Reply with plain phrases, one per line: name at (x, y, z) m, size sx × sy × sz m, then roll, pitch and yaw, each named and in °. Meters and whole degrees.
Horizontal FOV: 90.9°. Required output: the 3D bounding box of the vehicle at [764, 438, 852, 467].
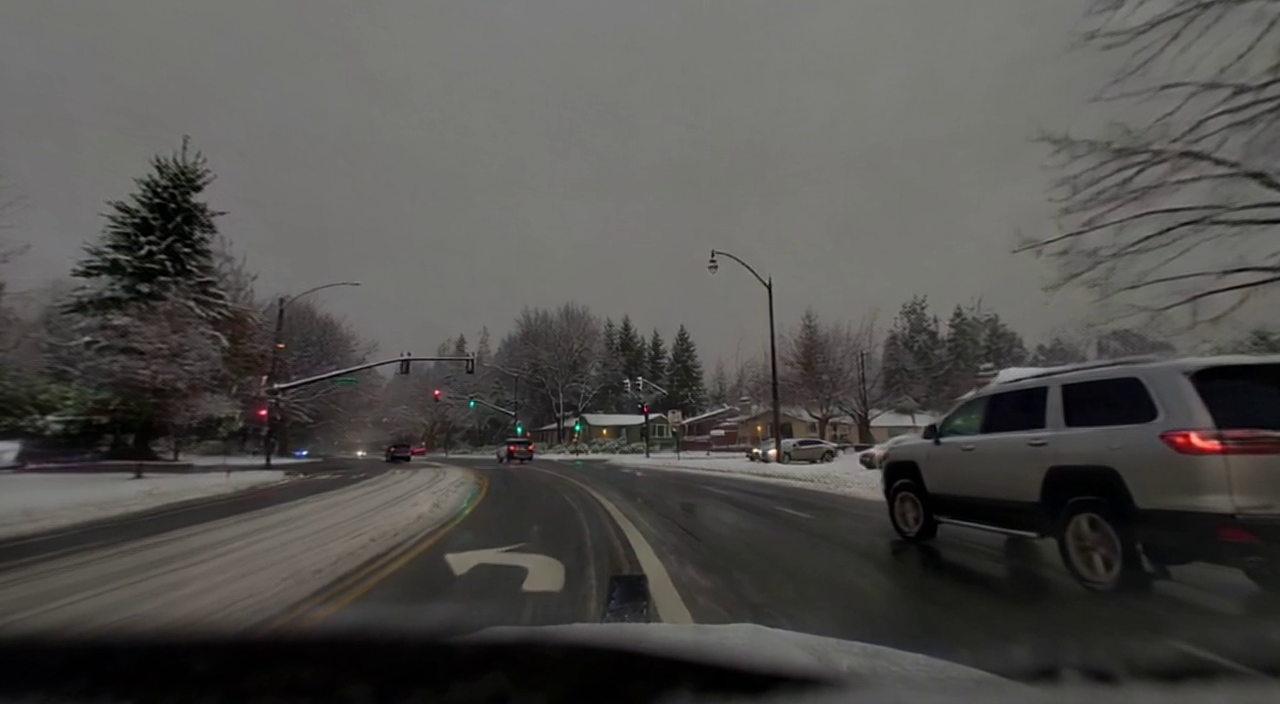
vehicle at (9.267, 5.553, 34.925) m, size 4.169 × 1.527 × 2.053 m, roll 2°, pitch -9°, yaw -14°

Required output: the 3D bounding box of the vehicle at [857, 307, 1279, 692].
vehicle at (4.429, 1.183, 6.200) m, size 2.338 × 2.063 × 5.592 m, roll 0°, pitch -8°, yaw -3°

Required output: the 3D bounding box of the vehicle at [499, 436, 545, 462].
vehicle at (-8.238, 6.719, 43.746) m, size 2.138 × 1.729 × 4.178 m, roll 4°, pitch -9°, yaw -25°
